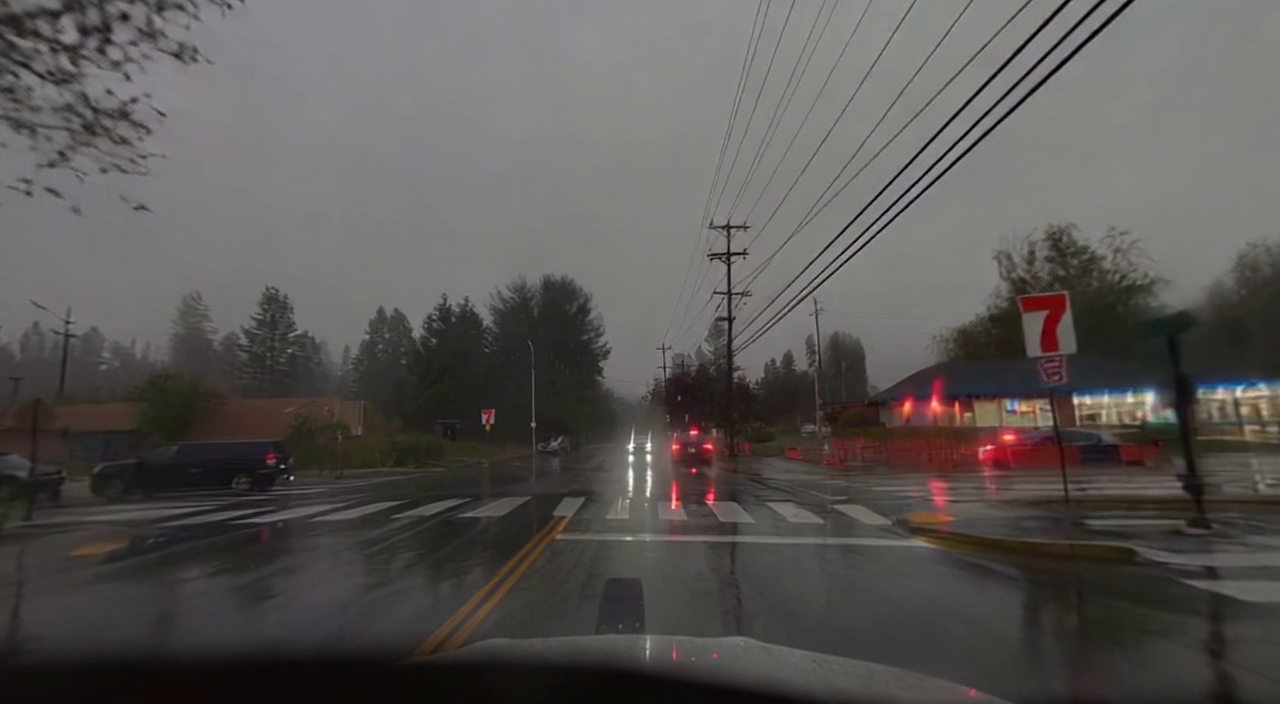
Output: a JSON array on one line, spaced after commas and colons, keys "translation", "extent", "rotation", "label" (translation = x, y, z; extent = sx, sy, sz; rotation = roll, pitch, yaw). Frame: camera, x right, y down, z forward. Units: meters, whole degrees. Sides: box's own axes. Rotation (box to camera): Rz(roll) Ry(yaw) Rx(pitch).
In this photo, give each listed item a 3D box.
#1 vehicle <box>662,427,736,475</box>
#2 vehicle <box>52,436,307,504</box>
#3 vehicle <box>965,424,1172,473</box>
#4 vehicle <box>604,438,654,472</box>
[{"translation": [2.454, 4.371, 28.002], "extent": [2.553, 1.868, 5.536], "rotation": [0, -8, -2], "label": "vehicle"}, {"translation": [-13.800, 3.550, 19.337], "extent": [5.866, 1.904, 2.197], "rotation": [1, -8, -6], "label": "vehicle"}, {"translation": [13.080, 2.983, 19.567], "extent": [4.872, 1.400, 1.955], "rotation": [-1, -8, 3], "label": "vehicle"}, {"translation": [-0.576, 4.692, 29.049], "extent": [1.874, 1.427, 3.976], "rotation": [1, -8, -7], "label": "vehicle"}]
